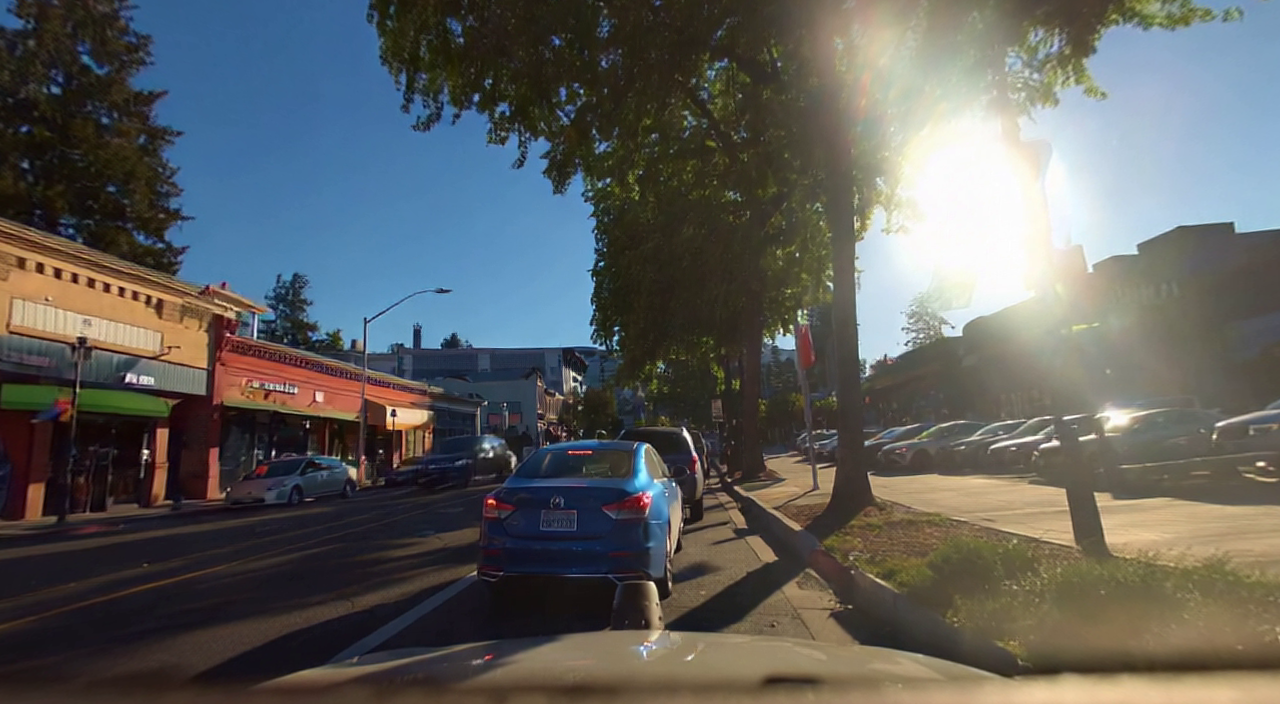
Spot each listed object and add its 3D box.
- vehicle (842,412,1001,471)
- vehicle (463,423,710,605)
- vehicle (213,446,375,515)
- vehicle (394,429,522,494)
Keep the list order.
[{"bbox_3d":[9.018,2.830,20.222,4.558,1.528,1.915,0,-8,-23],"label":"vehicle"},{"bbox_3d":[-0.268,1.636,7.294,1.939,1.478,3.922,-2,-8,9],"label":"vehicle"},{"bbox_3d":[-11.004,4.064,20.589,2.081,1.718,5.342,-6,-9,3],"label":"vehicle"},{"bbox_3d":[-5.557,3.421,20.065,2.071,1.811,4.711,-2,-8,9],"label":"vehicle"}]
